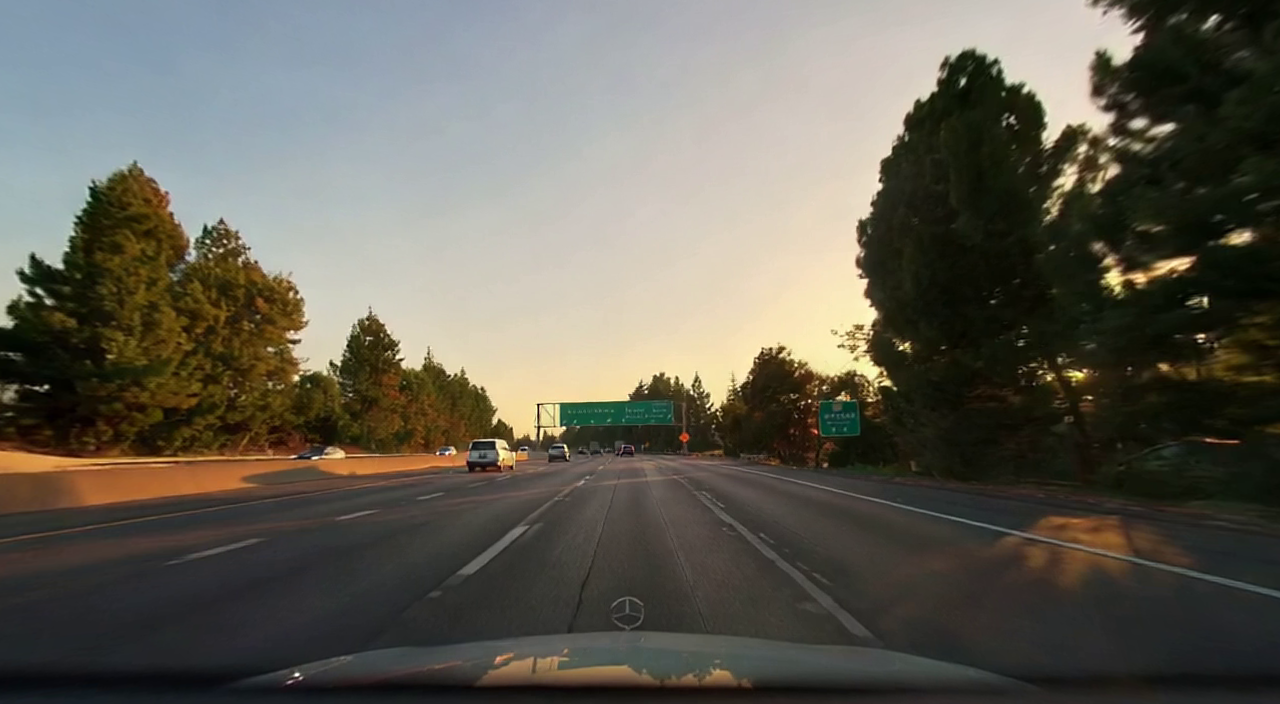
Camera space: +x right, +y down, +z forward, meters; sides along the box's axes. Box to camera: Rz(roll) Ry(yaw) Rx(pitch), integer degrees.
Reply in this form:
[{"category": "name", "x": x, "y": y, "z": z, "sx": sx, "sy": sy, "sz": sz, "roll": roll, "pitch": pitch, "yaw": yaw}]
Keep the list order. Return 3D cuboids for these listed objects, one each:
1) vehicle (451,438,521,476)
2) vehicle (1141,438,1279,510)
[{"category": "vehicle", "x": -7.528, "y": 5.181, "z": 31.385, "sx": 2.179, "sy": 1.710, "sz": 5.160, "roll": 0, "pitch": -8, "yaw": 0}, {"category": "vehicle", "x": 19.341, "y": 3.795, "z": 20.299, "sx": 2.270, "sy": 1.998, "sz": 5.565, "roll": -1, "pitch": -8, "yaw": 6}]
